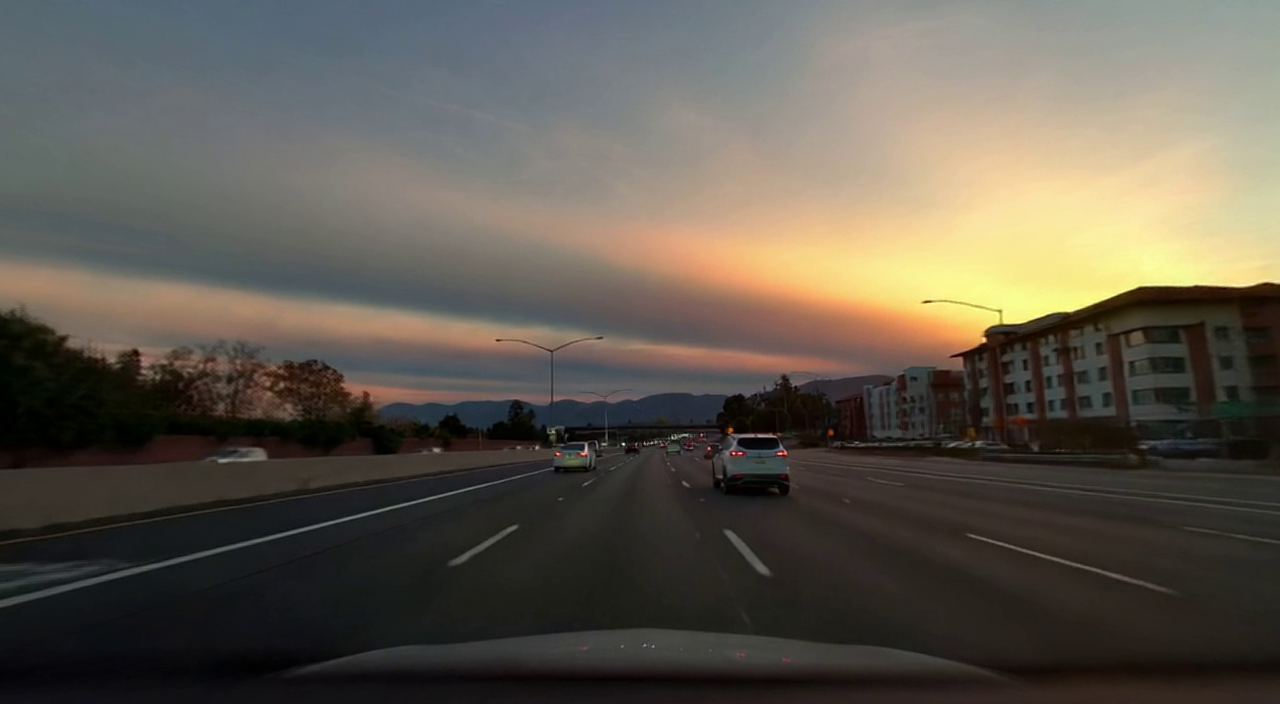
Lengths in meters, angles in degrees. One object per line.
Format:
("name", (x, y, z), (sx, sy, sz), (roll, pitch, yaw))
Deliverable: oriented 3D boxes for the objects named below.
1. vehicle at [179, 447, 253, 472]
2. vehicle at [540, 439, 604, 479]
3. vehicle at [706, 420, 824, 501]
("vehicle", (-25.522, 6.460, 38.103), (1.912, 1.456, 3.591), (0, -9, 0))
("vehicle", (-2.851, 4.617, 27.492), (2.080, 1.542, 4.718), (-1, -8, 2))
("vehicle", (3.130, 2.847, 16.927), (2.148, 1.852, 4.835), (0, -8, 0))
